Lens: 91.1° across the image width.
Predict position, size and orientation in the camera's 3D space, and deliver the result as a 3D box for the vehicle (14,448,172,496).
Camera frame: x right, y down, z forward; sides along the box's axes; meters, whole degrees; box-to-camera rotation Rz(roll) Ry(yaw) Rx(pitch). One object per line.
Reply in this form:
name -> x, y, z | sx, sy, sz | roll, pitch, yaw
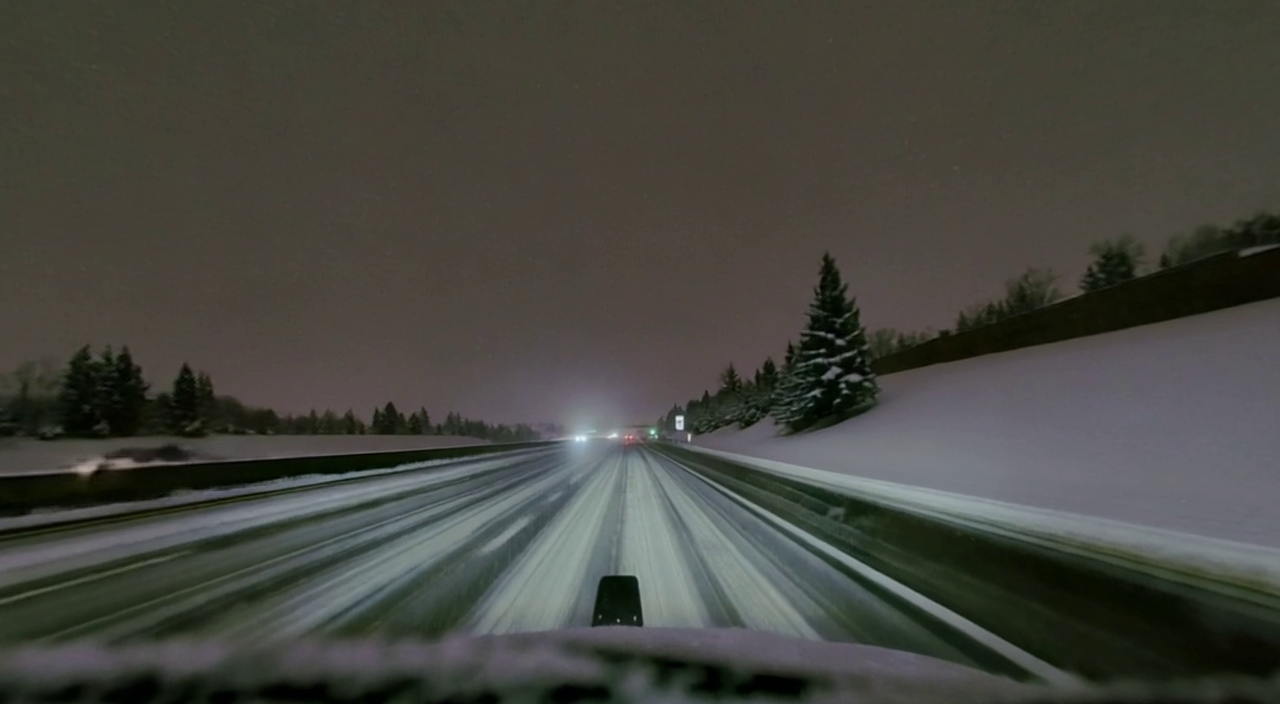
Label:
vehicle -> -19.536, 4.255, 22.777 | 1.779, 1.491, 4.435 | 0, -8, -1
